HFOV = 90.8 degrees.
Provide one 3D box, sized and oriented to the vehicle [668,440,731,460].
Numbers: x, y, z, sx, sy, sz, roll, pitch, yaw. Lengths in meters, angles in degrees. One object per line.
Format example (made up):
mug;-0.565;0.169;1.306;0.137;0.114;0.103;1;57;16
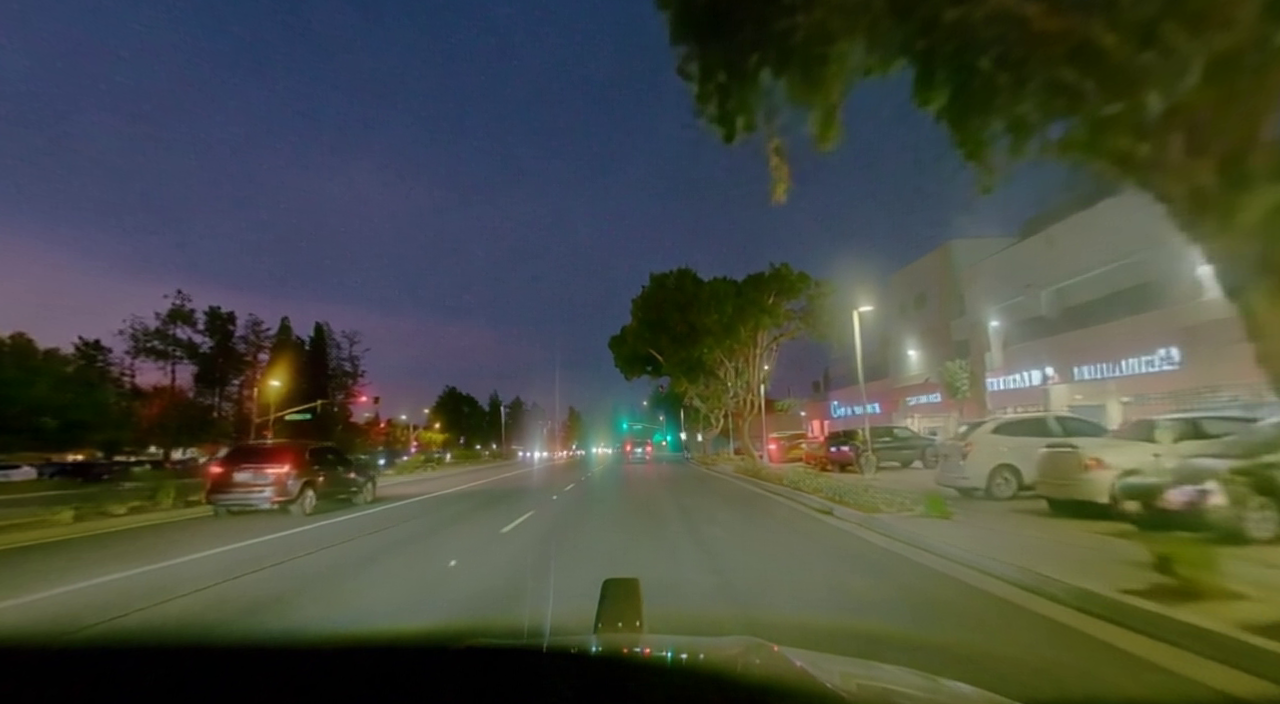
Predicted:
vehicle;4.651;7.679;49.467;4.619;1.523;1.873;4;-9;-24

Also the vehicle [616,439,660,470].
vehicle;-0.142;5.096;31.552;2.061;1.469;3.954;0;-9;-2

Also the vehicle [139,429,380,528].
vehicle;-7.358;2.480;12.984;2.038;1.649;4.665;0;-9;0

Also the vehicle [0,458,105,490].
vehicle;-36.789;7.476;38.957;5.479;1.855;2.167;0;-9;0

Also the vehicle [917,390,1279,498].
vehicle;9.273;1.881;13.044;5.976;1.994;2.295;0;-8;0
